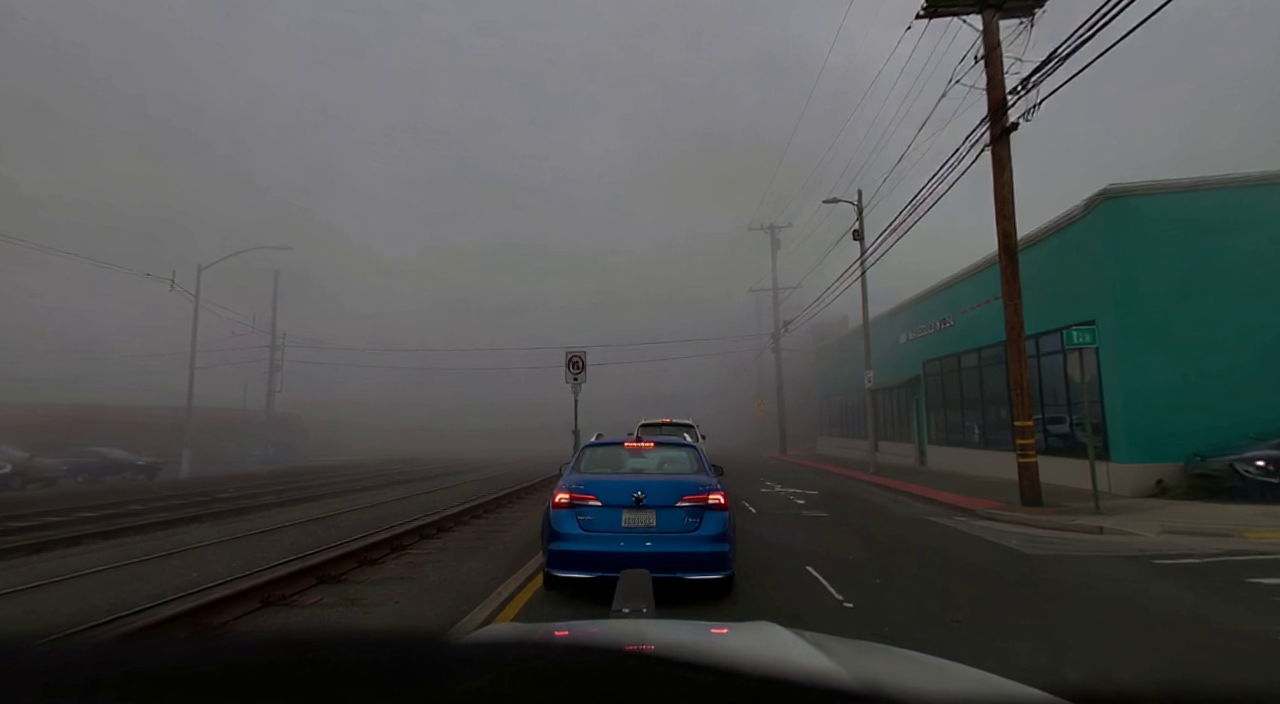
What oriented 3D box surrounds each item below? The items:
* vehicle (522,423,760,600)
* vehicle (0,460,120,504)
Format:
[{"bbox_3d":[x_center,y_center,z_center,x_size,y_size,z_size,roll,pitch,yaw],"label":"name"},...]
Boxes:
[{"bbox_3d":[0.093,1.709,7.618,2.090,1.518,4.033,-1,-9,3],"label":"vehicle"},{"bbox_3d":[-21.929,4.673,22.835,4.566,1.453,1.935,-1,-9,5],"label":"vehicle"}]
